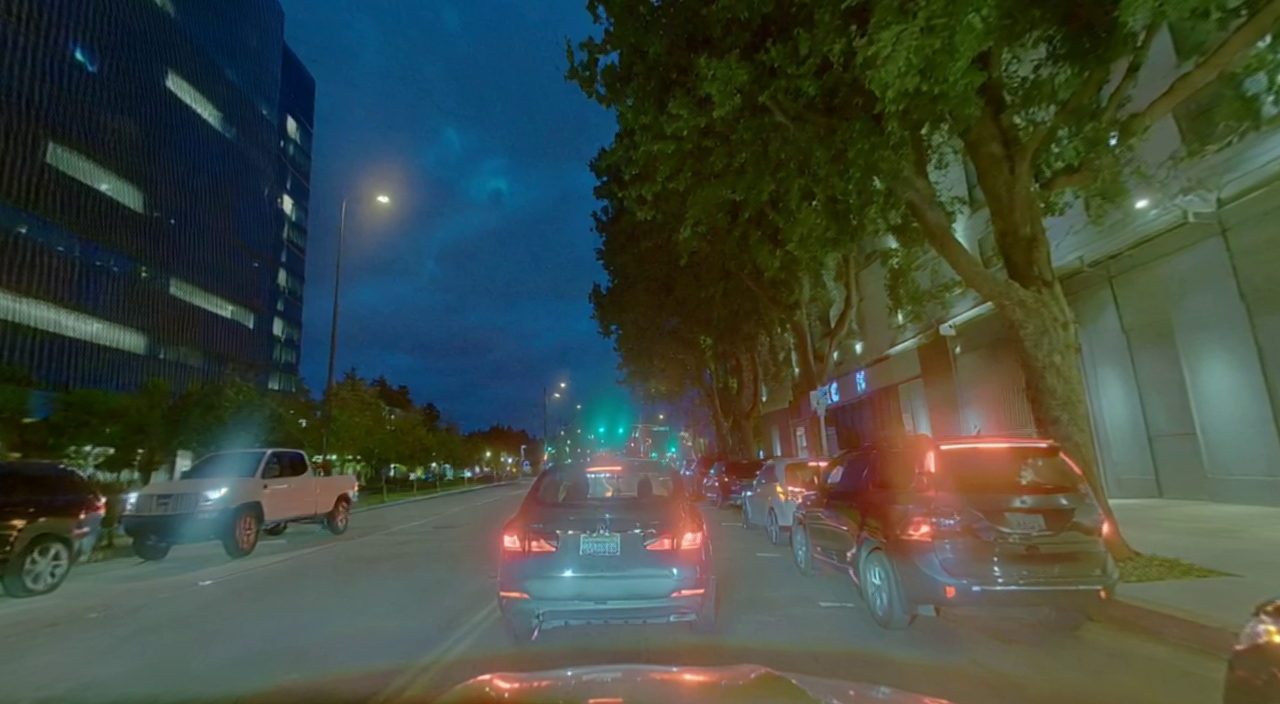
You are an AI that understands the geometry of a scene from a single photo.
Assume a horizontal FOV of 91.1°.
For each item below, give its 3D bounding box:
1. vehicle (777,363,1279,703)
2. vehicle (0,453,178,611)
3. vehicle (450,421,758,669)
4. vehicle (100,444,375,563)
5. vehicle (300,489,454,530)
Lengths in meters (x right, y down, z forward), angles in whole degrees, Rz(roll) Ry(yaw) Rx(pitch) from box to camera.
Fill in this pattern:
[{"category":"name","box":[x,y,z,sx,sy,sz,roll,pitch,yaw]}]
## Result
[{"category":"vehicle","box":[2.711,1.431,5.783,1.868,1.920,4.501,1,-10,0]},{"category":"vehicle","box":[-6.989,1.700,5.990,1.900,1.471,4.202,1,-10,0]},{"category":"vehicle","box":[-0.215,1.606,6.036,2.018,1.583,3.646,1,-10,1]},{"category":"vehicle","box":[-6.830,2.598,11.466,1.994,1.701,4.520,0,-10,0]},{"category":"vehicle","box":[-6.967,4.281,17.338,2.223,0.774,4.789,1,-10,0]}]
